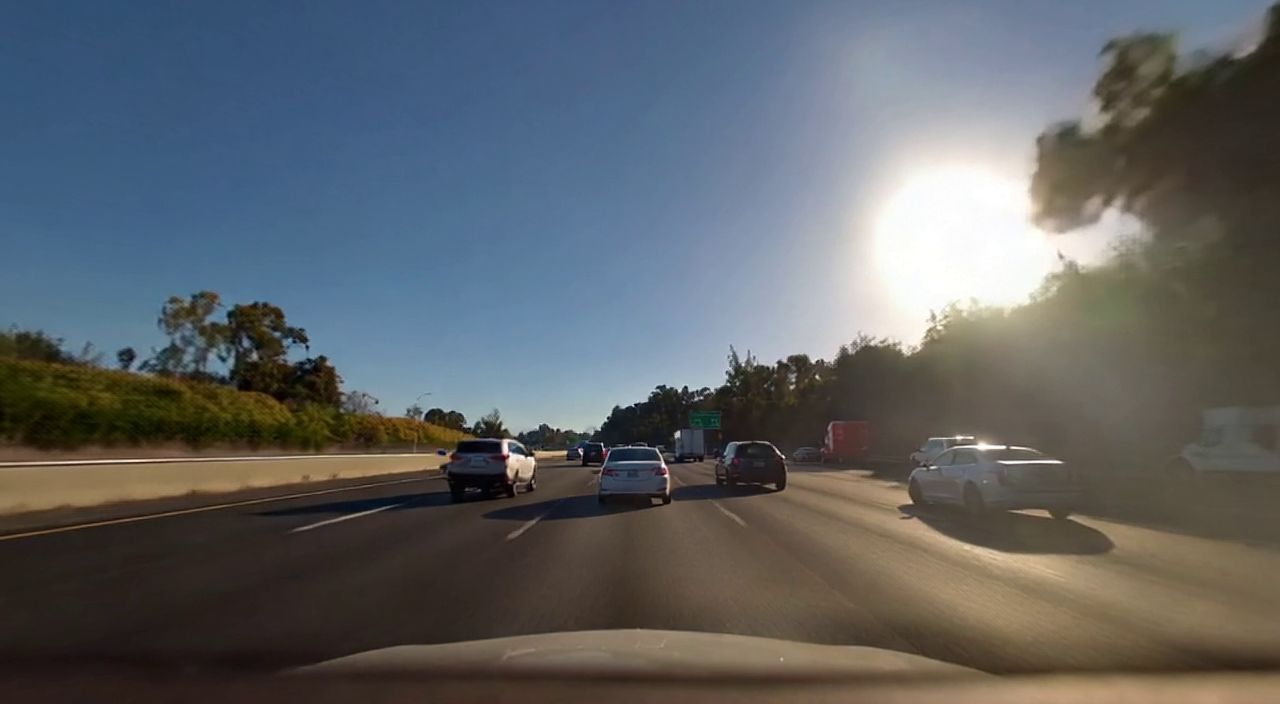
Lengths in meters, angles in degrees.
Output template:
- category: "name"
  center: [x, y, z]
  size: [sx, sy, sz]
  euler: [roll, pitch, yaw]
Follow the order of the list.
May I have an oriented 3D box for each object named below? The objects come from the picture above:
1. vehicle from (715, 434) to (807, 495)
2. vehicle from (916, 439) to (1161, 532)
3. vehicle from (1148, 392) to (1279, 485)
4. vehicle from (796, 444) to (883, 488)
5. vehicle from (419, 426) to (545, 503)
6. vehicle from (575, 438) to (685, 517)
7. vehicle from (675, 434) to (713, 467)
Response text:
- category: "vehicle"
  center: [3.593, 3.444, 19.534]
  size: [2.053, 1.666, 4.106]
  euler: [0, -9, 0]
- category: "vehicle"
  center: [7.615, 2.560, 12.736]
  size: [2.021, 1.505, 4.480]
  euler: [0, -9, 0]
- category: "vehicle"
  center: [29.239, 4.051, 29.294]
  size: [2.957, 4.007, 8.656]
  euler: [0, -9, -8]
- category: "vehicle"
  center: [7.390, 4.263, 23.808]
  size: [1.942, 1.482, 4.250]
  euler: [0, -9, 0]
- category: "vehicle"
  center: [-3.965, 2.925, 16.750]
  size: [2.079, 1.741, 4.436]
  euler: [0, -9, 2]
- category: "vehicle"
  center: [-0.165, 2.759, 14.327]
  size: [2.132, 1.499, 4.038]
  euler: [0, -9, 1]
- category: "vehicle"
  center: [4.039, 7.516, 48.100]
  size: [2.440, 2.313, 5.266]
  euler: [0, -9, 0]
